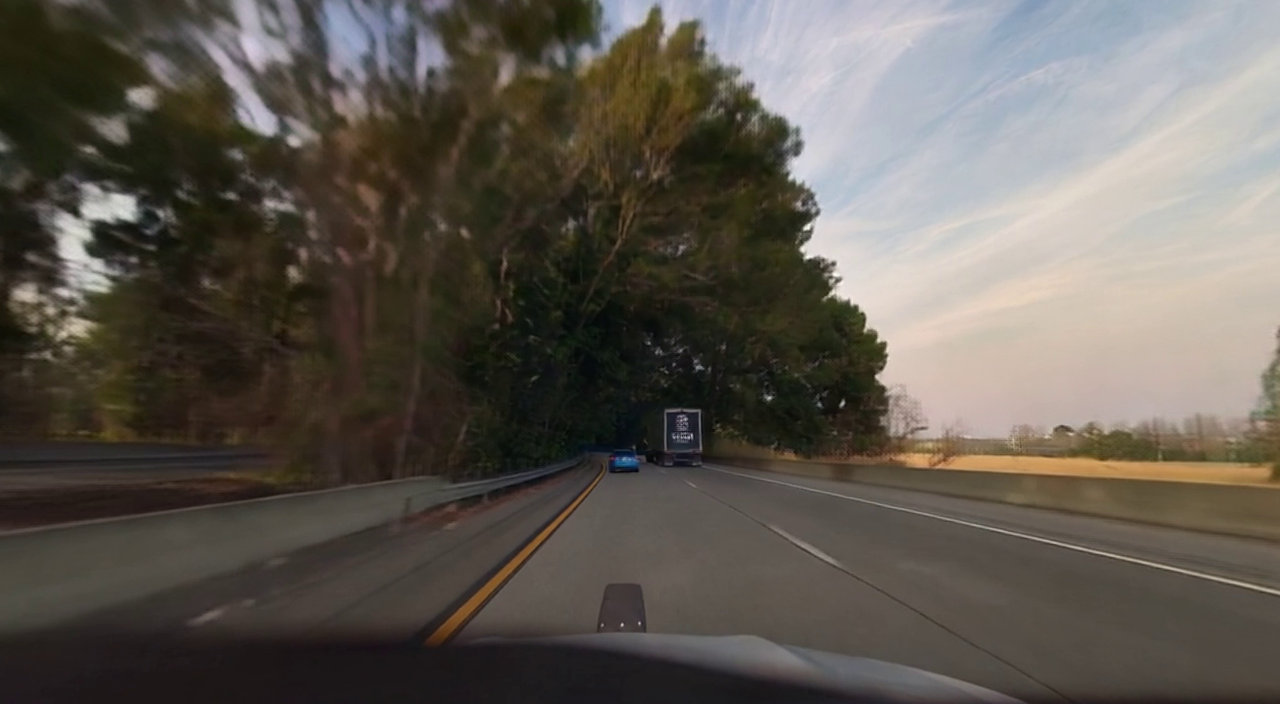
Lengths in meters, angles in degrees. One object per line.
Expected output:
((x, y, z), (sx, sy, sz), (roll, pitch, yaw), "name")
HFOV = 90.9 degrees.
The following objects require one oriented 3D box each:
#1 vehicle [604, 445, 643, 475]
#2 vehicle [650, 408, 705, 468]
((-0.843, 5.599, 32.850), (1.913, 1.460, 3.610), (0, -9, -2), "vehicle")
((2.618, 6.931, 49.696), (2.951, 4.012, 14.203), (1, -9, -2), "vehicle")
